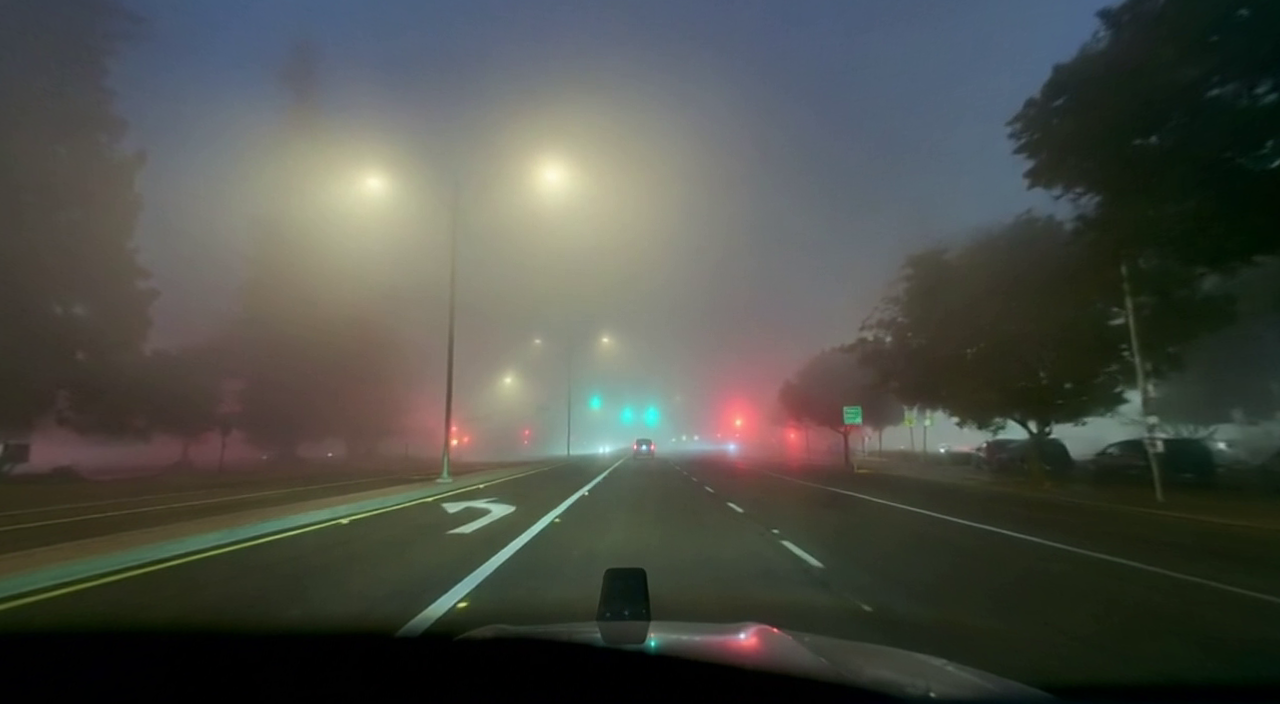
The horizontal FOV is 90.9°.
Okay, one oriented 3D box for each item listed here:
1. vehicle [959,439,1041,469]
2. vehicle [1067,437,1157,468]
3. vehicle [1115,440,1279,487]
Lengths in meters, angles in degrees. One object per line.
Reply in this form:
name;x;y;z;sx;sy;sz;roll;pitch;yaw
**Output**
vehicle;19.261;5.474;33.977;1.842;1.495;4.474;0;-8;1
vehicle;24.900;5.317;33.417;1.736;1.516;4.047;0;-8;3
vehicle;18.876;3.699;21.157;4.348;1.448;1.976;-5;-10;30
